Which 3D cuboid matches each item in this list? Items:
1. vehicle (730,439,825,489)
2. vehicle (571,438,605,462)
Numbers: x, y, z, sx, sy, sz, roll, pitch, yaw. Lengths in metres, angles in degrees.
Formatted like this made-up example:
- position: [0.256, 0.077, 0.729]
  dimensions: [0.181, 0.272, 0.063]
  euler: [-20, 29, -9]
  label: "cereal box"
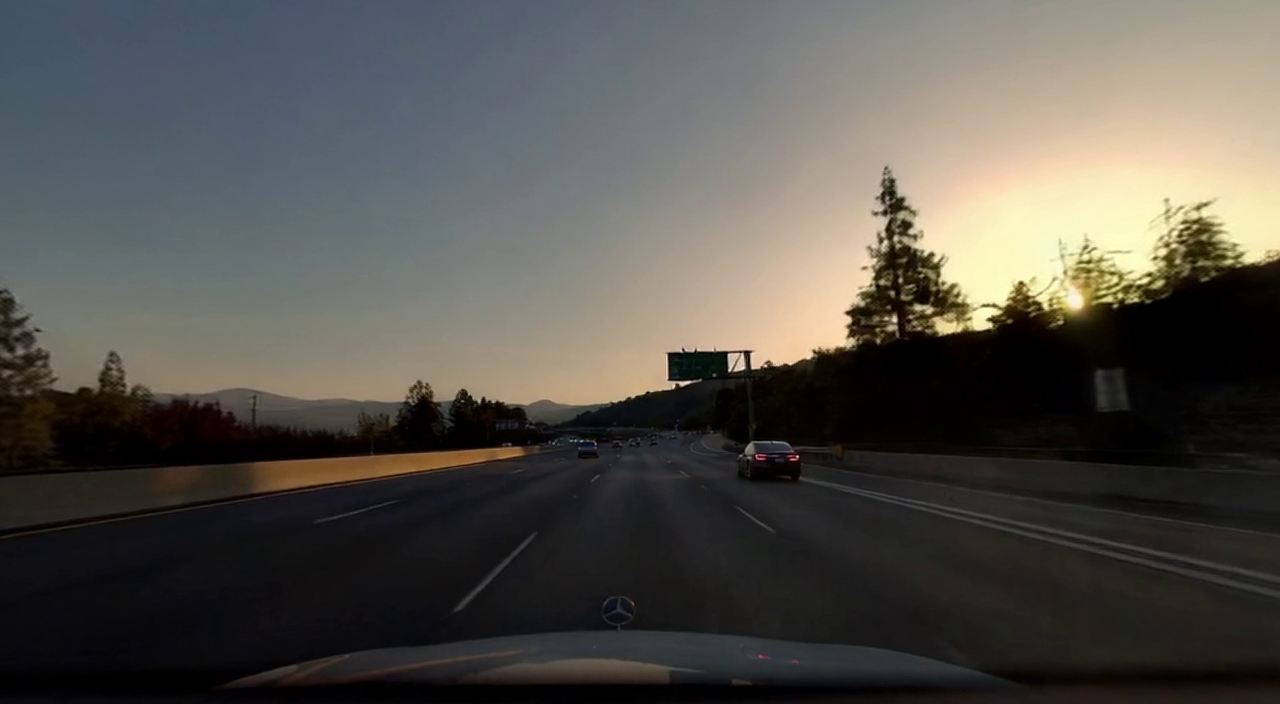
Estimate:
- position: [4.449, 3.690, 21.184]
  dimensions: [2.060, 1.485, 4.274]
  euler: [0, -9, -2]
  label: "vehicle"
- position: [-3.657, 6.958, 44.930]
  dimensions: [2.048, 1.618, 4.424]
  euler: [0, -9, 0]
  label: "vehicle"
